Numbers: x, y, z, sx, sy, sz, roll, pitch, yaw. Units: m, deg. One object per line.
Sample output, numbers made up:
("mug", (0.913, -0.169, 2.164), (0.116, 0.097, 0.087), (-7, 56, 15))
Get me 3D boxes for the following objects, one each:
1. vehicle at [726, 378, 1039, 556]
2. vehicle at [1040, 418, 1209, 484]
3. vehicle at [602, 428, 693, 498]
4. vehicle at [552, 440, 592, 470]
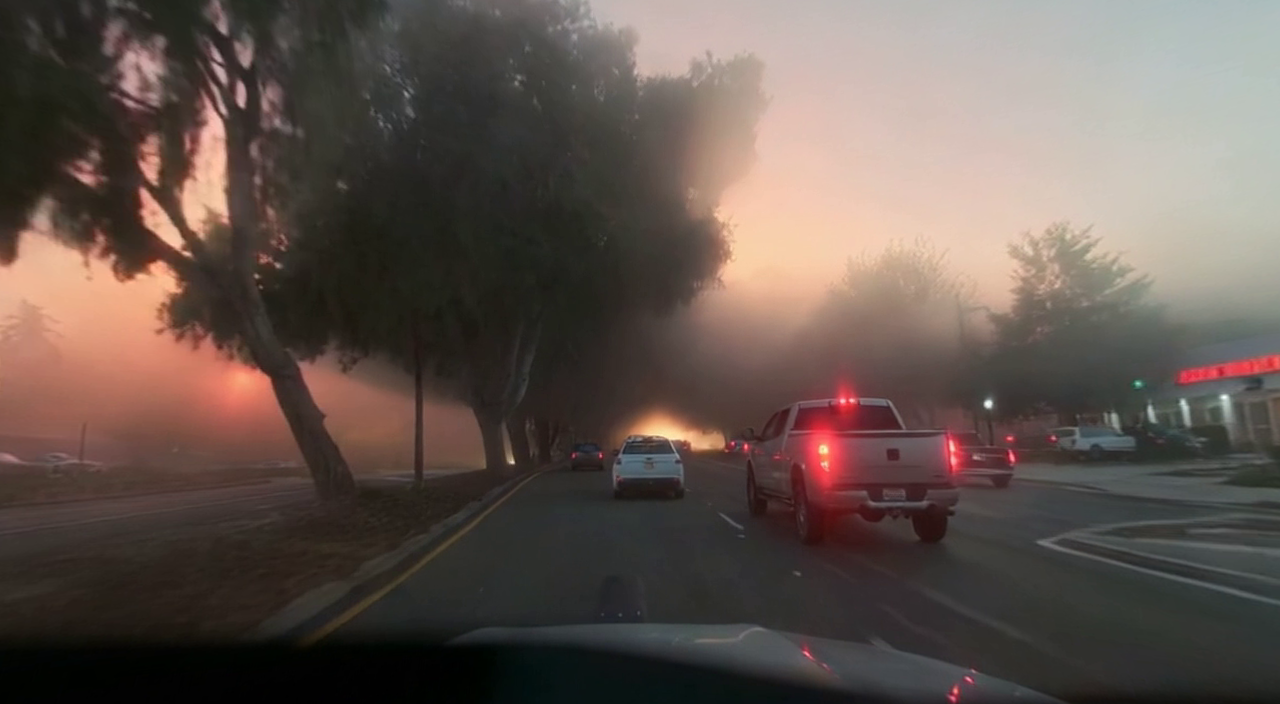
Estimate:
("vehicle", (3.314, 1.816, 10.595), (2.731, 2.101, 6.047), (0, -8, -1))
("vehicle", (15.110, 3.080, 19.680), (4.299, 1.878, 1.989), (3, -9, -19))
("vehicle", (0.153, 2.931, 16.947), (2.145, 1.650, 4.021), (0, -8, -1))
("vehicle", (-3.585, 5.454, 33.568), (1.960, 1.475, 4.161), (1, -9, -5))
